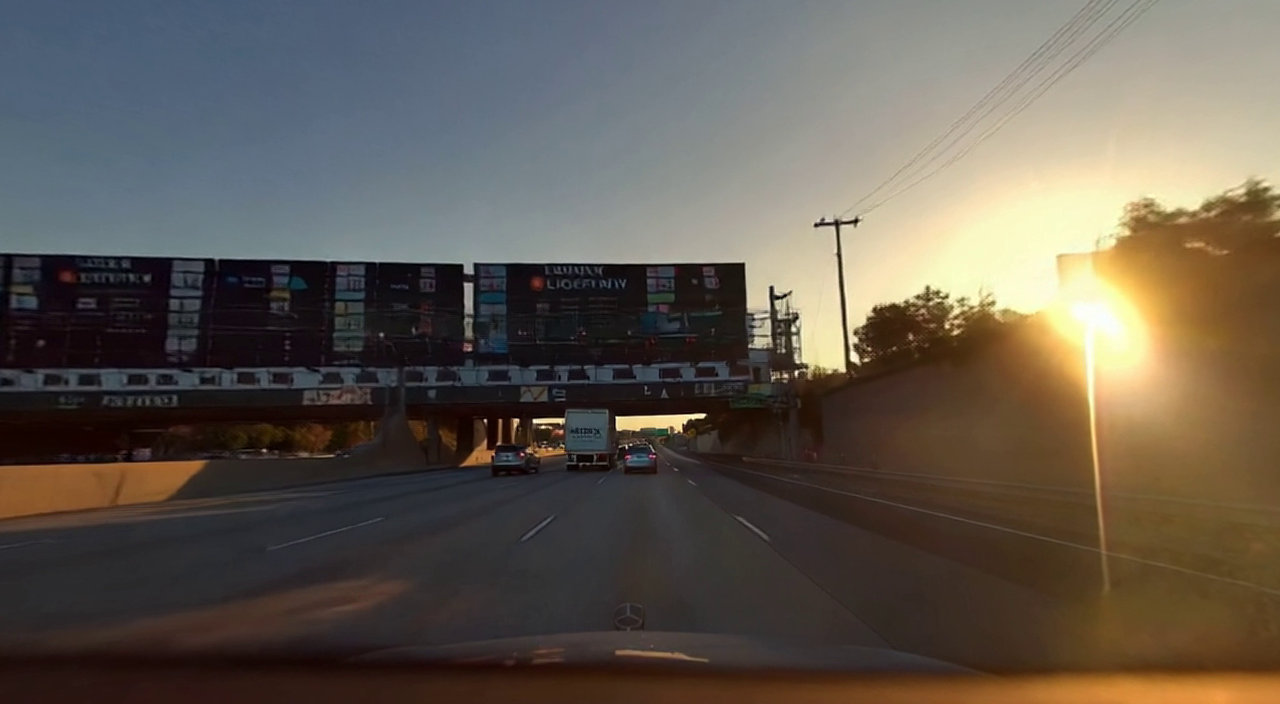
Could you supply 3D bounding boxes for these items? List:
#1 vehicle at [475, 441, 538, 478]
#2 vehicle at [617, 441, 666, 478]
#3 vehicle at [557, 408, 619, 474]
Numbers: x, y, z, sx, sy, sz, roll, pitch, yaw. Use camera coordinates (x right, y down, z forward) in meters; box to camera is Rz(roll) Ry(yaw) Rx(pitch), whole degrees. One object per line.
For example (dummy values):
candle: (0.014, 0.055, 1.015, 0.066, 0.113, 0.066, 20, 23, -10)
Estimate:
vehicle: (-6.606, 5.361, 31.722, 2.124, 1.674, 4.541, 0, -9, 0)
vehicle: (0.053, 4.985, 29.358, 2.168, 1.597, 3.615, 0, -9, 0)
vehicle: (-2.903, 5.380, 37.897, 2.794, 3.460, 8.595, 0, -9, 1)
